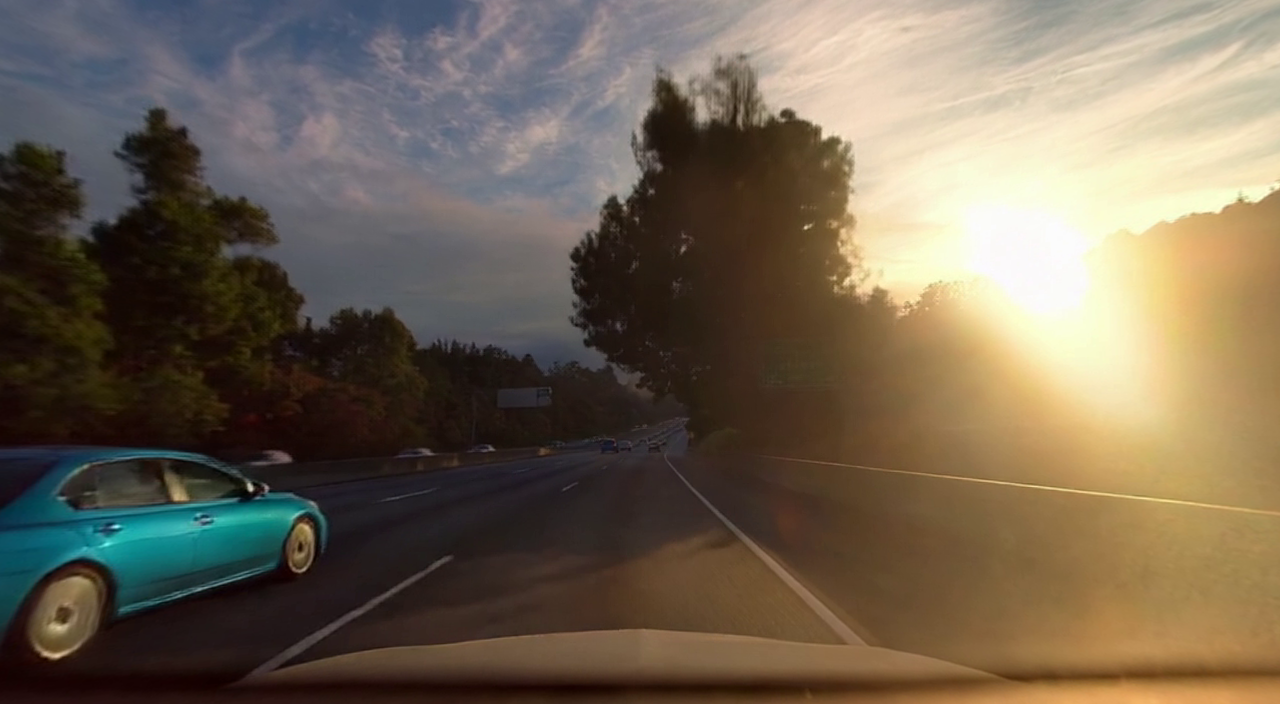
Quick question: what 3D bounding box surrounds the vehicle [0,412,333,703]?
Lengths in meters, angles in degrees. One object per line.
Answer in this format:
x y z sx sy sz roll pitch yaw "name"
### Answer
-4.154 1.174 4.075 1.996 1.454 4.495 0 -8 1 "vehicle"
